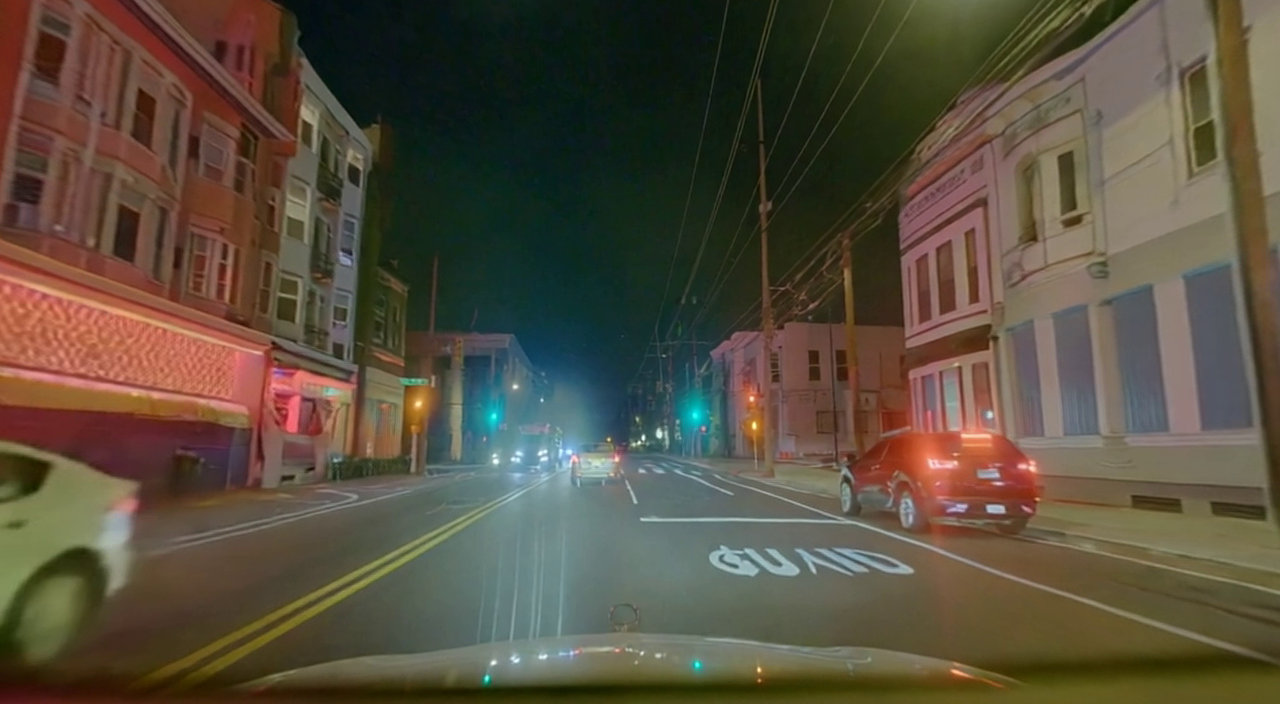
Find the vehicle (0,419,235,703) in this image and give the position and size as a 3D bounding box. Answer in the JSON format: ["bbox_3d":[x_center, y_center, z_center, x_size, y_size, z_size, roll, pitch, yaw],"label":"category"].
[{"bbox_3d":[-4.382,1.064,3.031,2.181,1.500,4.319,1,-9,-3],"label":"vehicle"}]

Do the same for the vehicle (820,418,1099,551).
[{"bbox_3d":[5.508,2.367,12.151,2.197,1.917,5.637,1,-9,-3],"label":"vehicle"}]

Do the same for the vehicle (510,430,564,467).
[{"bbox_3d":[-7.132,6.807,44.634,2.704,2.334,7.209,0,-9,-1],"label":"vehicle"}]

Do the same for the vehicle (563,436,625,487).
[{"bbox_3d":[-1.577,3.866,22.589,1.980,1.635,3.795,1,-8,-2],"label":"vehicle"}]
